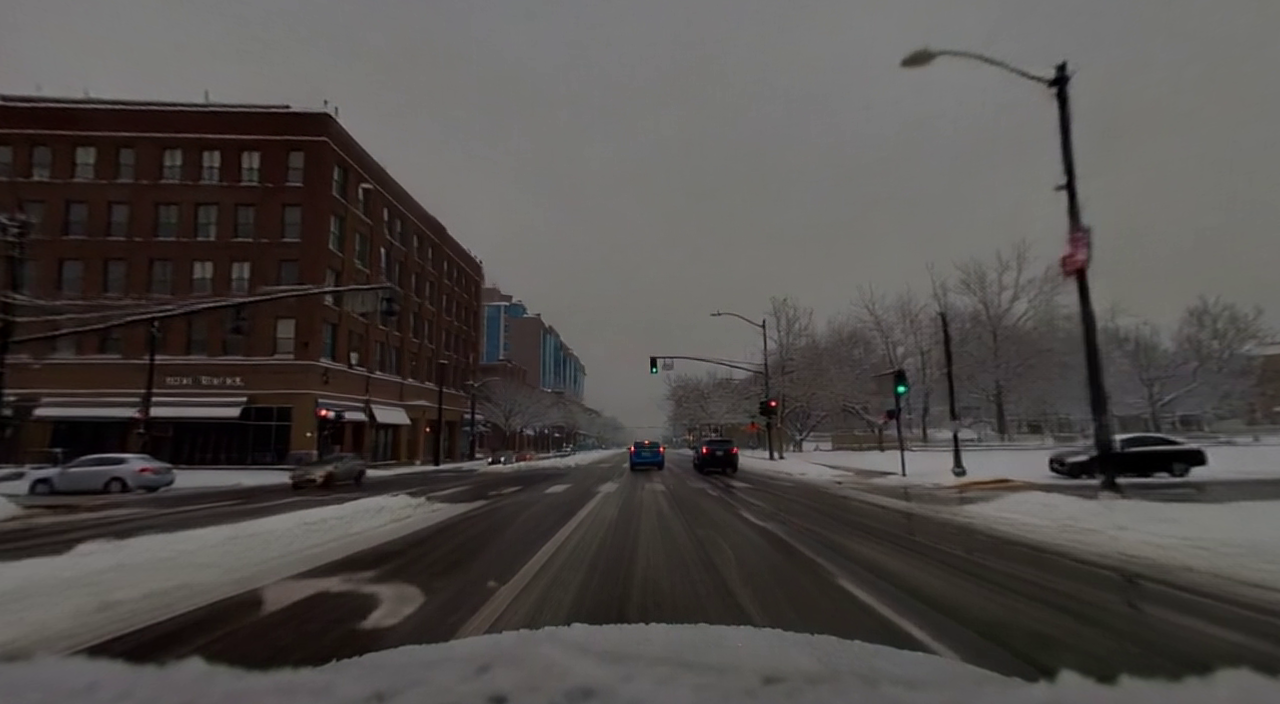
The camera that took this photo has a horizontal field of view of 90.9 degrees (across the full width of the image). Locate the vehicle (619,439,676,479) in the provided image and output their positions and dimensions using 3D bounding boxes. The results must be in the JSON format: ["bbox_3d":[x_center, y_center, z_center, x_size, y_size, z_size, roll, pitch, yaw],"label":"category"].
[{"bbox_3d":[0.264,4.550,27.011,2.245,1.587,4.094,0,-9,-1],"label":"vehicle"}]

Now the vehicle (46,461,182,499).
[{"bbox_3d":[-23.907,5.798,28.778,4.404,1.618,1.968,0,-9,1],"label":"vehicle"}]

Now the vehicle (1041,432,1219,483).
[{"bbox_3d":[17.152,3.716,22.241,4.556,1.693,2.030,0,-9,-1],"label":"vehicle"}]

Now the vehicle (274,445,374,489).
[{"bbox_3d":[-13.869,5.059,28.031,2.082,1.772,4.447,0,-9,1],"label":"vehicle"}]

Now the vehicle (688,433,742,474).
[{"bbox_3d":[3.814,5.294,32.996,2.159,1.938,4.836,0,-9,-1],"label":"vehicle"}]
